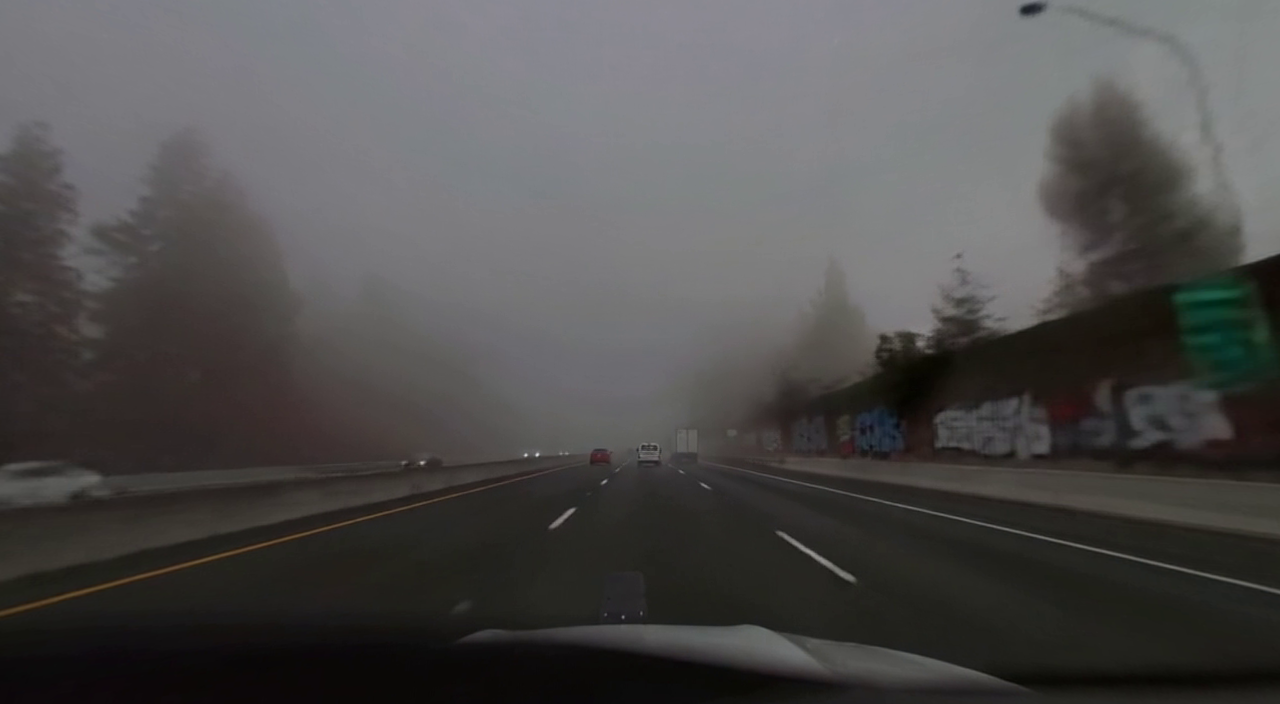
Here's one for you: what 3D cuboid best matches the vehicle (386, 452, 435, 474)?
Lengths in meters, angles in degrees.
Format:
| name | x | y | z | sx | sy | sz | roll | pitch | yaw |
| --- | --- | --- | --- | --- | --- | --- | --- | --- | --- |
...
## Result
| name | x | y | z | sx | sy | sz | roll | pitch | yaw |
| --- | --- | --- | --- | --- | --- | --- | --- | --- | --- |
| vehicle | -16.346 | 7.903 | 45.116 | 1.884 | 1.462 | 4.122 | 0 | -9 | 0 |

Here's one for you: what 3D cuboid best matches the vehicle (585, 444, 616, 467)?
| name | x | y | z | sx | sy | sz | roll | pitch | yaw |
| --- | --- | --- | --- | --- | --- | --- | --- | --- | --- |
| vehicle | -2.971 | 7.937 | 48.500 | 2.095 | 1.671 | 4.193 | 0 | -9 | 0 |

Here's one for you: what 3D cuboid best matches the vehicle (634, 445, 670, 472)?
| name | x | y | z | sx | sy | sz | roll | pitch | yaw |
| --- | --- | --- | --- | --- | --- | --- | --- | --- | --- |
| vehicle | 0.661 | 6.282 | 37.216 | 2.009 | 1.506 | 4.091 | 0 | -9 | 0 |
